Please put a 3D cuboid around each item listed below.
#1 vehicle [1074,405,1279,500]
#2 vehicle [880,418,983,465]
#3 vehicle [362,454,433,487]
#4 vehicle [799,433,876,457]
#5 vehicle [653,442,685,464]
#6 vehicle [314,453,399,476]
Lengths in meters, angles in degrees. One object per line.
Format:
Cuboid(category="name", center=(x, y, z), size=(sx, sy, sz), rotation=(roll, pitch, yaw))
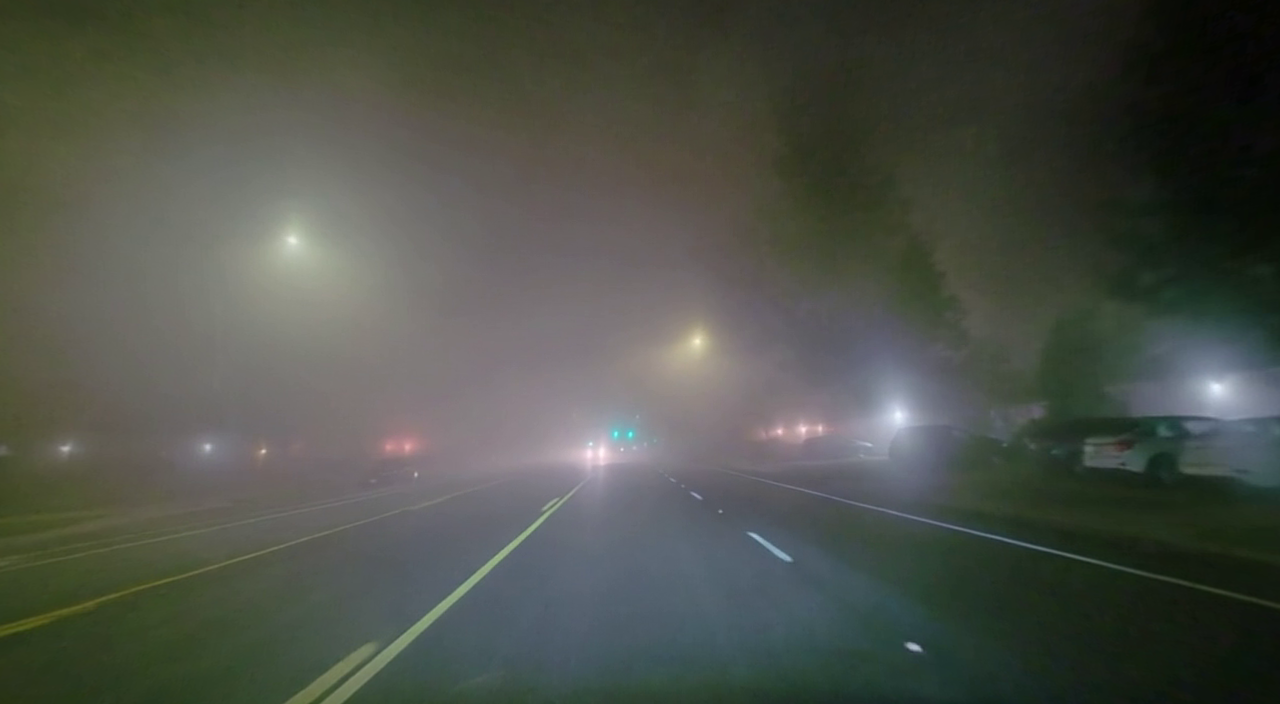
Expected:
Cuboid(category="vehicle", center=(10.854, 1.881, 12.042), size=(1.847, 1.455, 4.650), rotation=(0, -8, 0))
Cuboid(category="vehicle", center=(11.714, 3.678, 25.822), size=(2.044, 1.716, 4.637), rotation=(-1, -8, 1))
Cuboid(category="vehicle", center=(-11.937, 5.829, 31.428), size=(1.851, 1.459, 4.295), rotation=(0, -8, -1))
Cuboid(category="vehicle", center=(12.426, 5.882, 39.907), size=(4.237, 1.476, 1.743), rotation=(0, -8, 0))
Cuboid(category="vehicle", center=(2.151, 7.640, 47.749), size=(1.983, 1.557, 4.078), rotation=(0, -8, -3))
Cuboid(category="vehicle", center=(-19.761, 7.826, 44.181), size=(4.909, 1.495, 2.211), rotation=(0, -8, -5))
